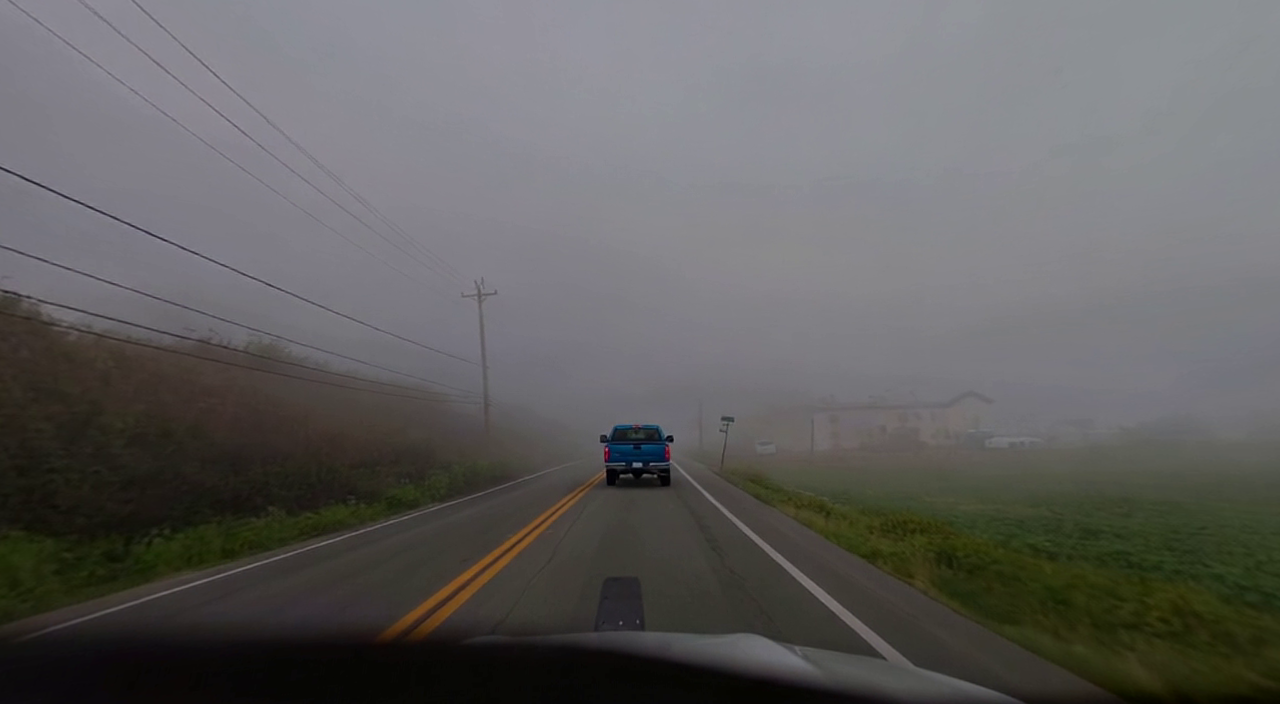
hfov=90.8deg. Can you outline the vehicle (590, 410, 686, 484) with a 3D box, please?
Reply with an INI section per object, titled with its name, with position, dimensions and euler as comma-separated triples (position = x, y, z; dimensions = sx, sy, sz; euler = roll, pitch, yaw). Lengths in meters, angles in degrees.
[vehicle]
position = -0.098, 3.569, 23.870
dimensions = 3.021, 2.326, 7.410
euler = 0, -8, -1
